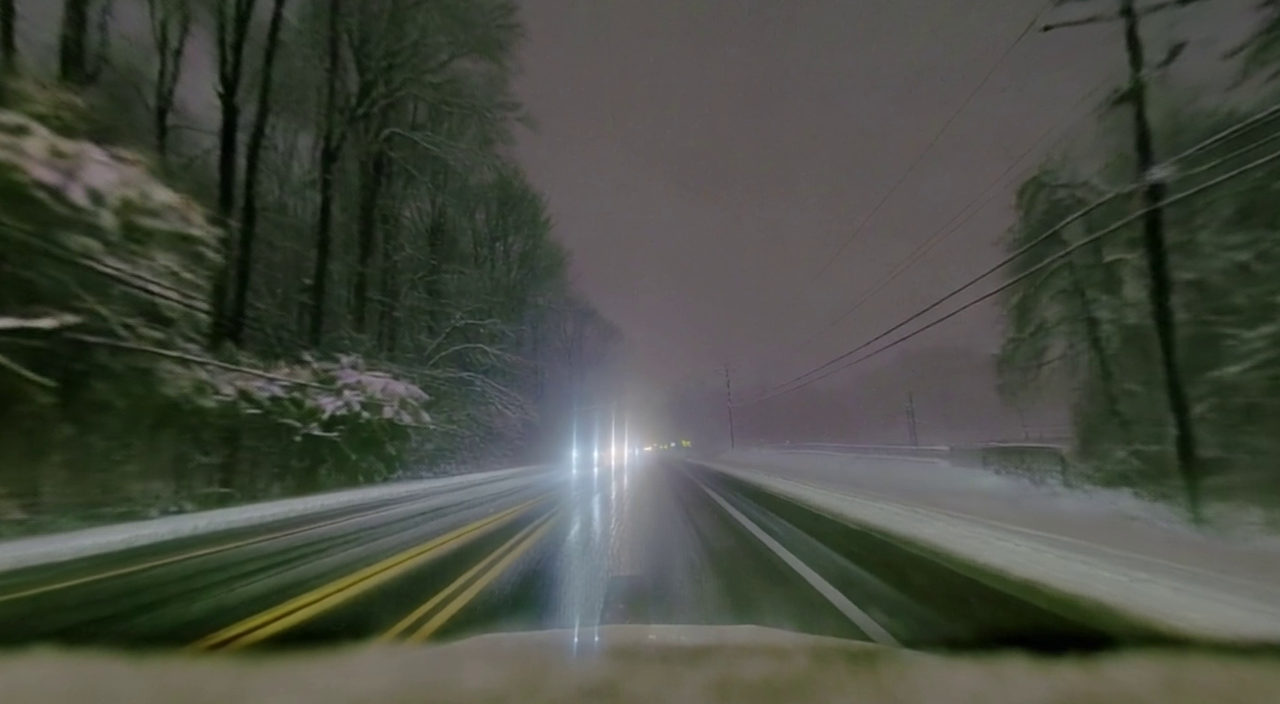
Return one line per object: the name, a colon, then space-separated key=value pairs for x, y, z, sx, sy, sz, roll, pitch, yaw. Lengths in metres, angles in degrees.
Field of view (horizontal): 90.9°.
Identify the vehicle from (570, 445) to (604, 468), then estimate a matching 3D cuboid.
vehicle: x=-3.562 y=7.076 z=42.946 sx=1.816 sy=1.473 sz=3.689 roll=0 pitch=-8 yaw=2
